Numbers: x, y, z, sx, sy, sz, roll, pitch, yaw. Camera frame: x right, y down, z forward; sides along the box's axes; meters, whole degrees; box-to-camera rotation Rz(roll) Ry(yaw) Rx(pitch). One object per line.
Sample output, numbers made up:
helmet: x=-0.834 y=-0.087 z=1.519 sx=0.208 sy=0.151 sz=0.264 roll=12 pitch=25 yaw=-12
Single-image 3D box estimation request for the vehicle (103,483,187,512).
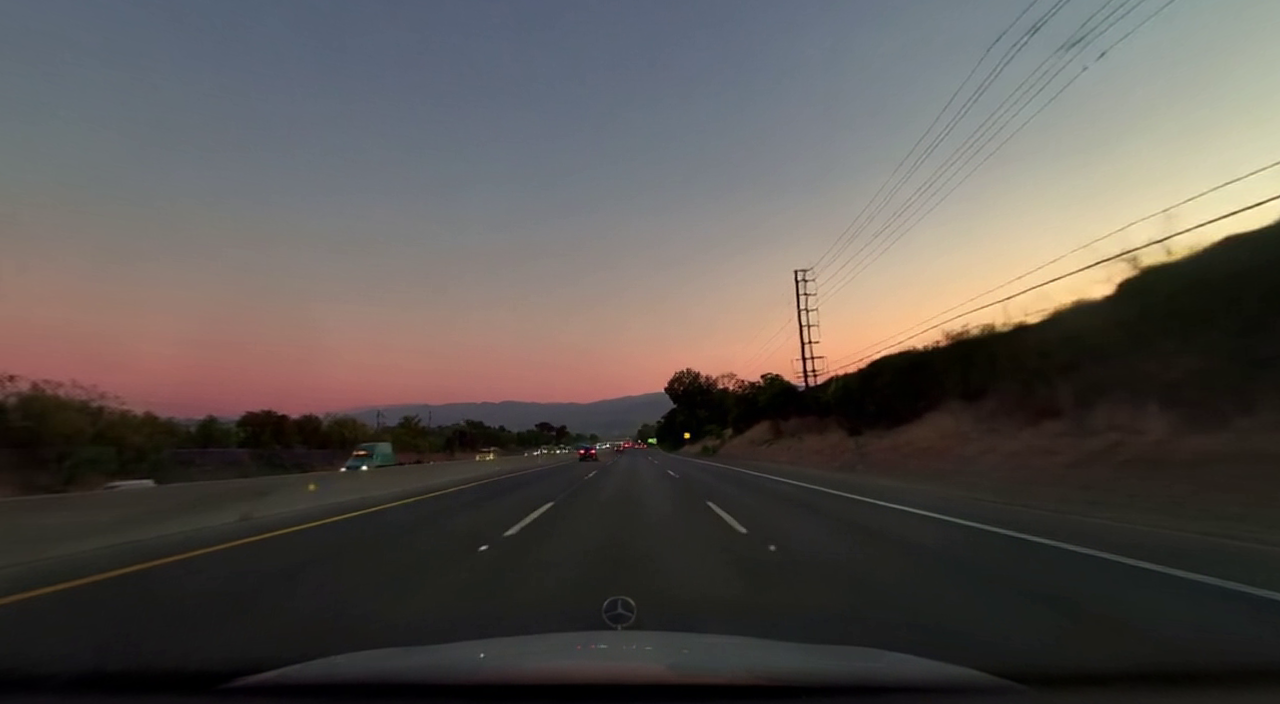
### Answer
vehicle: x=-33.493 y=9.827 z=42.899 sx=1.878 sy=1.527 sz=4.770 roll=0 pitch=-8 yaw=-1
